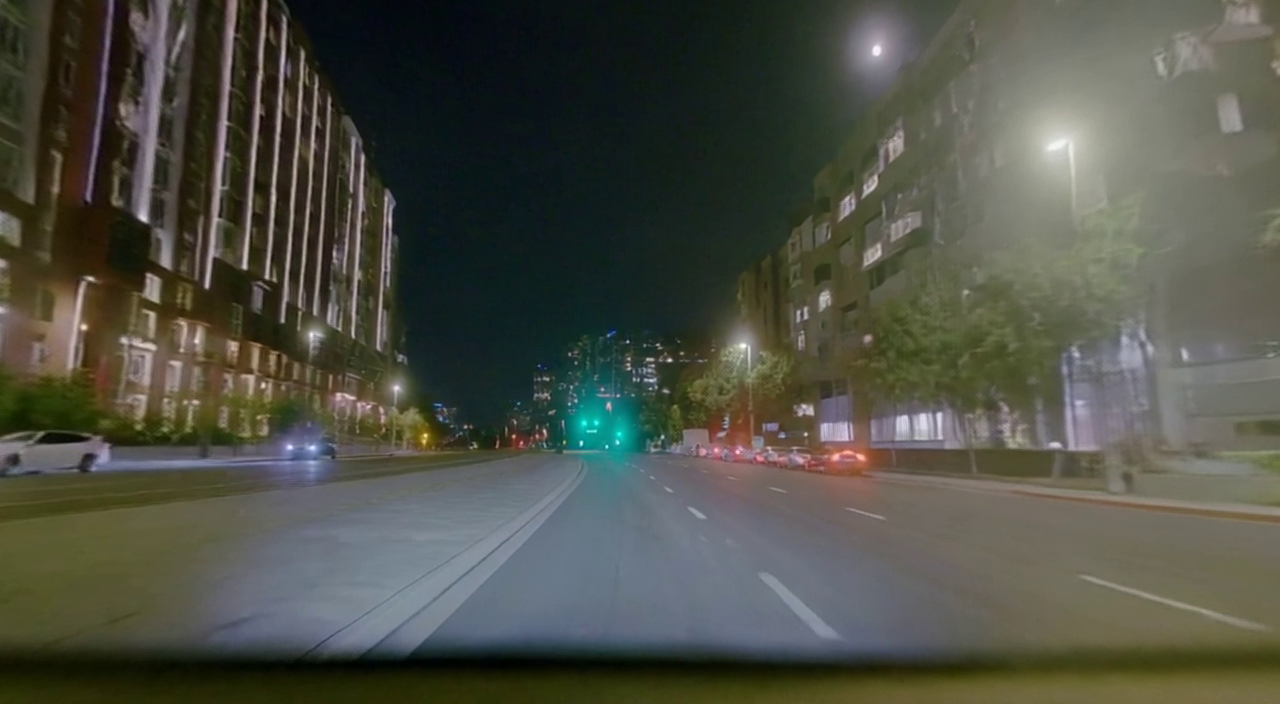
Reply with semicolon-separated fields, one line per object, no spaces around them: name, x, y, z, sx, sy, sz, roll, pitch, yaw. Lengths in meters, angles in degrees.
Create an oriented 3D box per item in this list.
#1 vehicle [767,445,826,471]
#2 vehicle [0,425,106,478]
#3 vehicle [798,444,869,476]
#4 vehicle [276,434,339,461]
vehicle;9.365;6.398;38.275;1.838;1.466;4.704;1;-9;-8
vehicle;-18.906;3.039;19.306;1.822;1.453;4.053;1;-9;-5
vehicle;9.740;5.447;32.167;1.907;1.524;4.381;1;-9;-5
vehicle;-20.425;5.871;39.024;1.938;1.524;4.107;1;-8;-5
